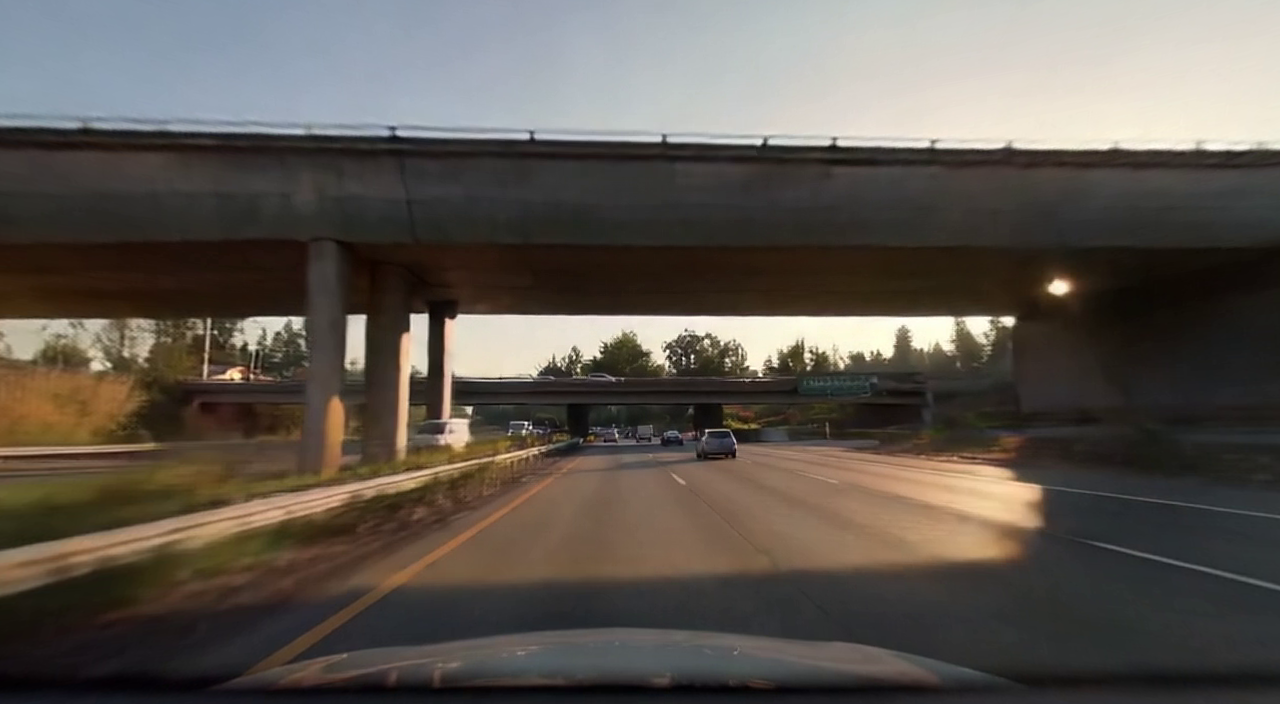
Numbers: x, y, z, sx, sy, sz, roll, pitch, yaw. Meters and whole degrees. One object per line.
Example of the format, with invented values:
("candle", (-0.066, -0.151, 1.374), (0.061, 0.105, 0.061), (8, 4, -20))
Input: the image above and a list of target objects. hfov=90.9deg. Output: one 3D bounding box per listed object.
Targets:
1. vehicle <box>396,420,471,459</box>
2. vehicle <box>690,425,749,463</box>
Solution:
("vehicle", (-9.264, 3.958, 28.660), (2.058, 1.632, 4.191), (0, -7, -2))
("vehicle", (3.413, 4.036, 27.848), (1.938, 1.578, 3.764), (0, -7, -3))
